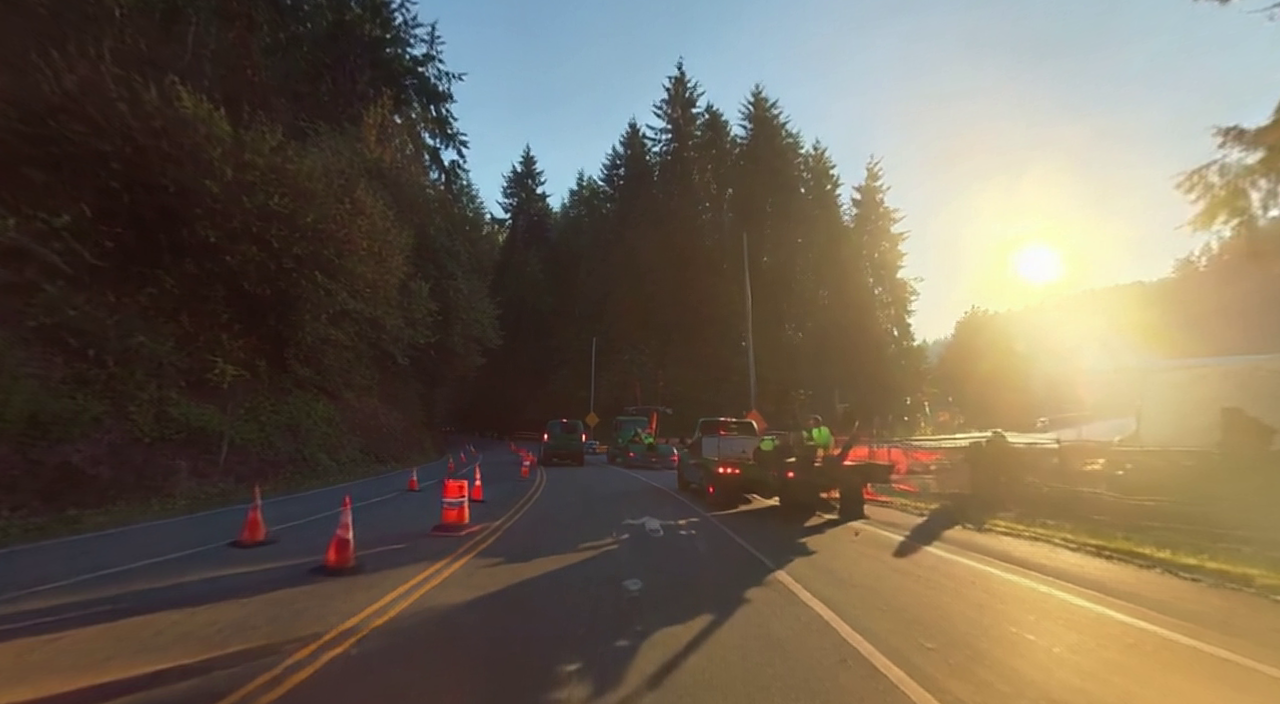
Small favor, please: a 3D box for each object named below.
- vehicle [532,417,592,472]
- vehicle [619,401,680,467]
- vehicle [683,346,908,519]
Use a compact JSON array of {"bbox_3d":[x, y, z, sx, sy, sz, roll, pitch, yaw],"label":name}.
[{"bbox_3d":[-3.573,4.132,28.271,2.362,2.223,4.892,2,-9,-10],"label":"vehicle"},{"bbox_3d":[0.367,4.133,31.508,2.703,3.066,4.047,1,-9,-4],"label":"vehicle"},{"bbox_3d":[3.303,2.092,16.537,3.126,3.310,8.534,0,-8,-4],"label":"vehicle"}]
